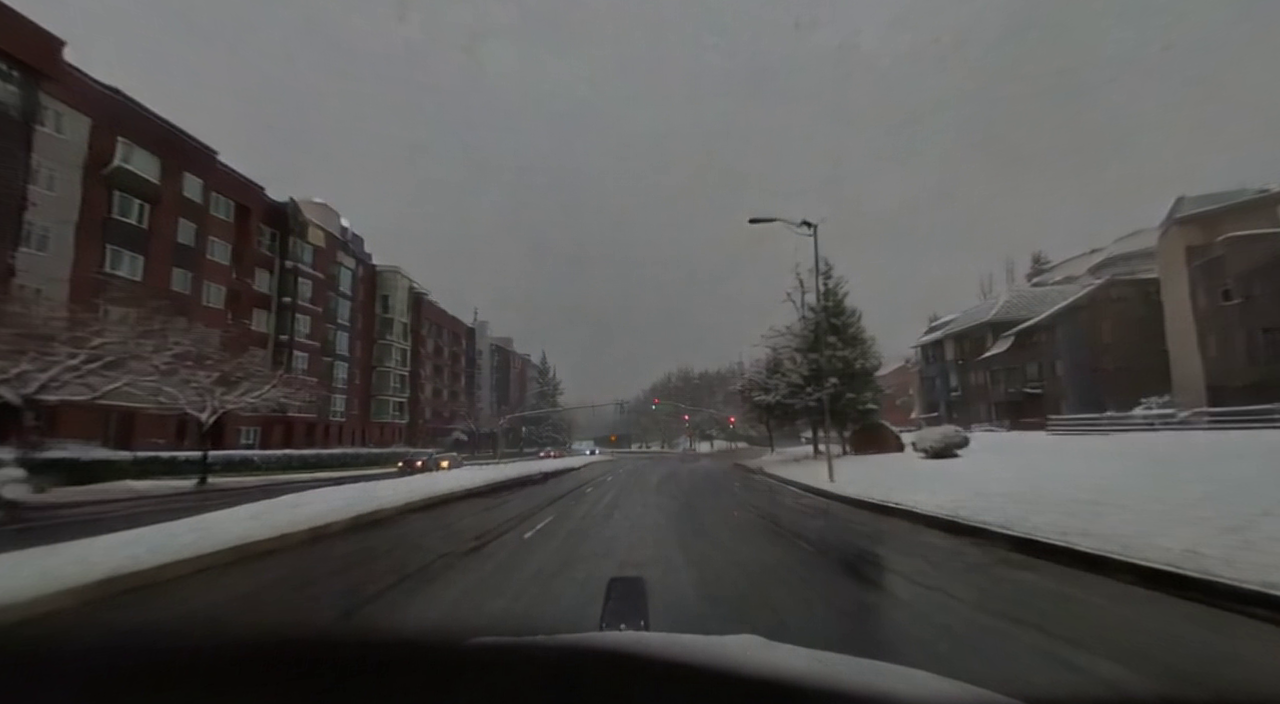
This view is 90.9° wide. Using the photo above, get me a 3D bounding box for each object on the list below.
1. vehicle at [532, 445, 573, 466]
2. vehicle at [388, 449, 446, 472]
[{"bbox_3d":[-6.727,8.049,49.071,2.017,1.473,4.379,-2,-9,9],"label":"vehicle"},{"bbox_3d":[-15.216,7.419,43.275,1.878,1.506,4.693,-2,-9,6],"label":"vehicle"}]
